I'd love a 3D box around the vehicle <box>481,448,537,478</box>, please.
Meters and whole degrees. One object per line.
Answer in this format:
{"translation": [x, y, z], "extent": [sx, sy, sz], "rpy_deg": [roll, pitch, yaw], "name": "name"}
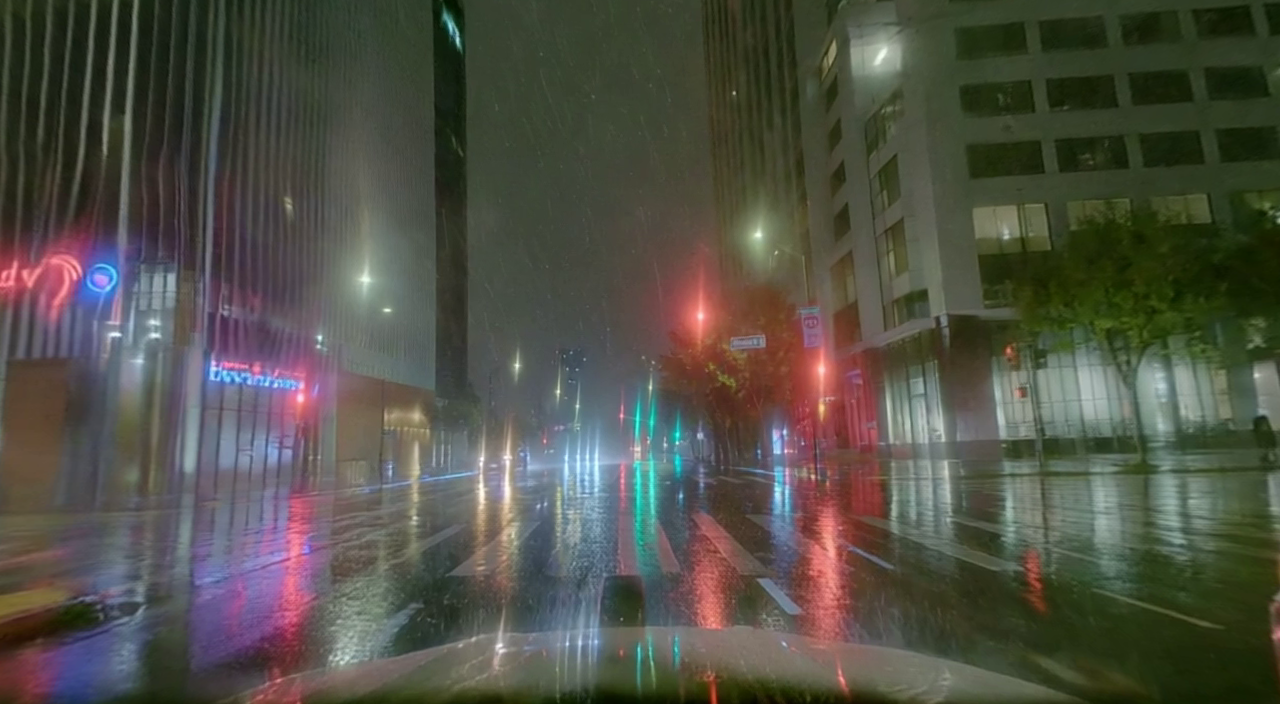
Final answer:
{"translation": [-6.932, 5.908, 33.892], "extent": [1.893, 1.451, 4.276], "rpy_deg": [-1, -9, 3], "name": "vehicle"}
